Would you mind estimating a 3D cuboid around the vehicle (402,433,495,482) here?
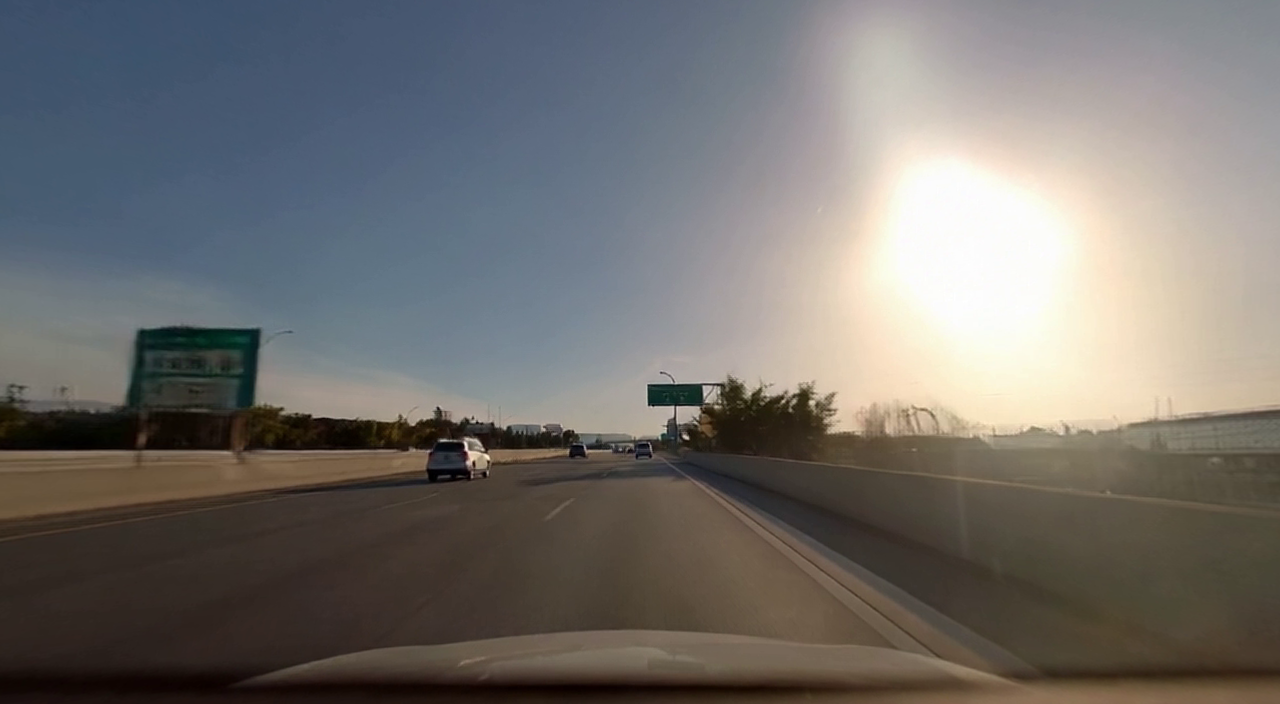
[{"bbox_3d":[-7.193,4.014,24.235,2.088,1.678,4.426,0,-8,1],"label":"vehicle"}]
